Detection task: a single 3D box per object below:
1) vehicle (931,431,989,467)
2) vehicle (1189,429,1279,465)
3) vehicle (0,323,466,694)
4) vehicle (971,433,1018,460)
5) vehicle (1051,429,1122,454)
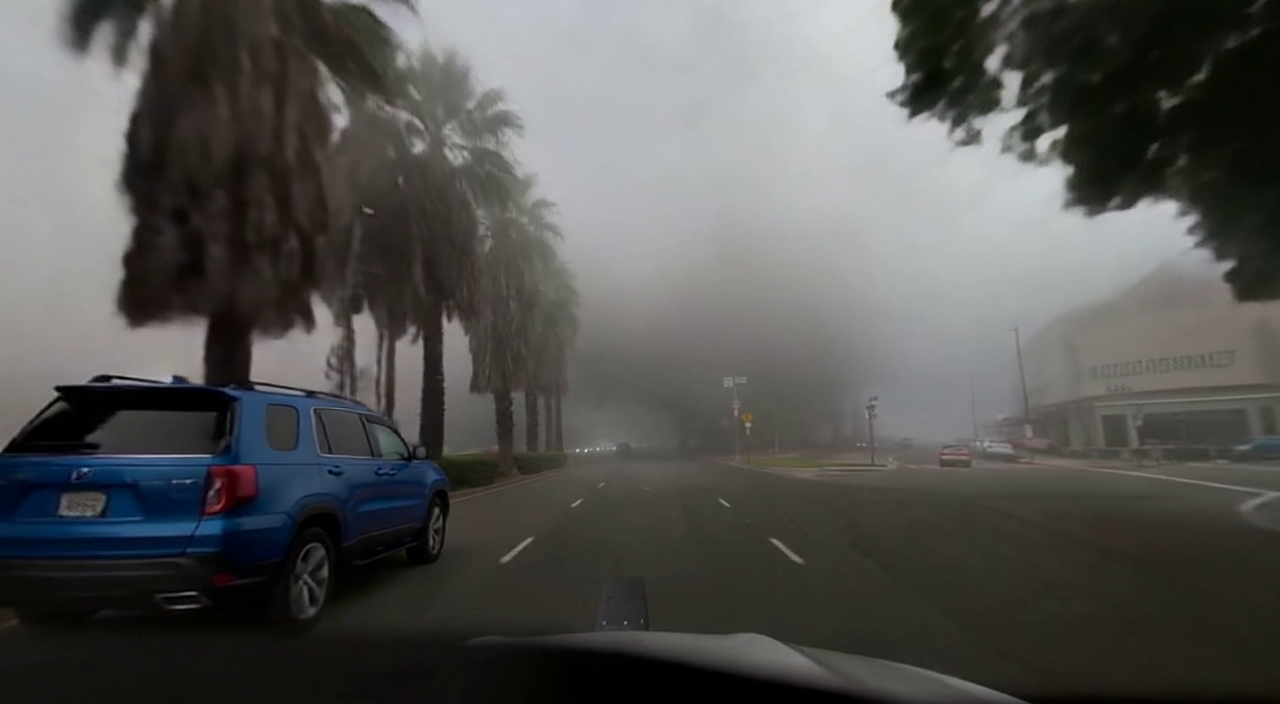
[{"bbox_3d":[17.227,5.250,34.151,2.180,1.808,4.462,-3,-9,20],"label":"vehicle"},{"bbox_3d":[31.232,4.744,31.570,5.891,1.671,2.332,1,-9,-11],"label":"vehicle"},{"bbox_3d":[-3.304,1.149,5.712,2.152,1.987,4.527,0,-8,0],"label":"vehicle"},{"bbox_3d":[25.882,6.930,46.158,2.162,1.806,5.704,-4,-9,22],"label":"vehicle"},{"bbox_3d":[34.813,6.955,49.120,4.722,1.906,1.898,2,-9,-18],"label":"vehicle"}]
